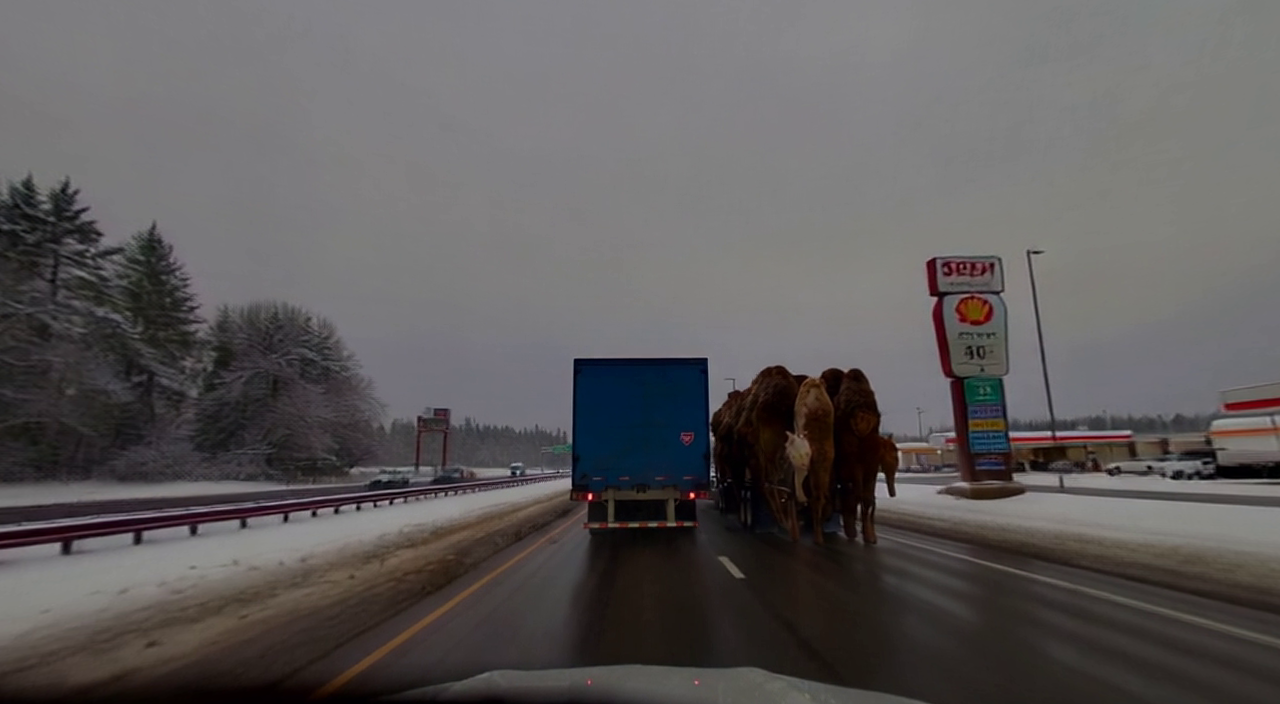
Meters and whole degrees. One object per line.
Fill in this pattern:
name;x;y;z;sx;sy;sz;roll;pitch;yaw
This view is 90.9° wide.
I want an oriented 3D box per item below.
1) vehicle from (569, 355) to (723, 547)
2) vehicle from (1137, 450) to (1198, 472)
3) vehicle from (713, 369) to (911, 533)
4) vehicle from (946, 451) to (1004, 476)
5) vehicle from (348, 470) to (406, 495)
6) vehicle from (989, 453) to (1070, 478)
vehicle;0.046;2.482;15.316;2.618;3.306;8.676;1;-10;-1
vehicle;37.024;7.659;44.200;4.315;1.469;1.823;7;-12;-31
vehicle;4.426;3.074;19.000;2.936;3.640;9.443;1;-10;-2
vehicle;24.698;8.238;46.569;1.919;1.722;4.024;1;-10;-2
vehicle;-16.839;8.367;40.588;1.892;1.507;4.458;1;-10;-1
vehicle;24.576;7.215;39.947;1.762;1.470;4.485;3;-11;-10
